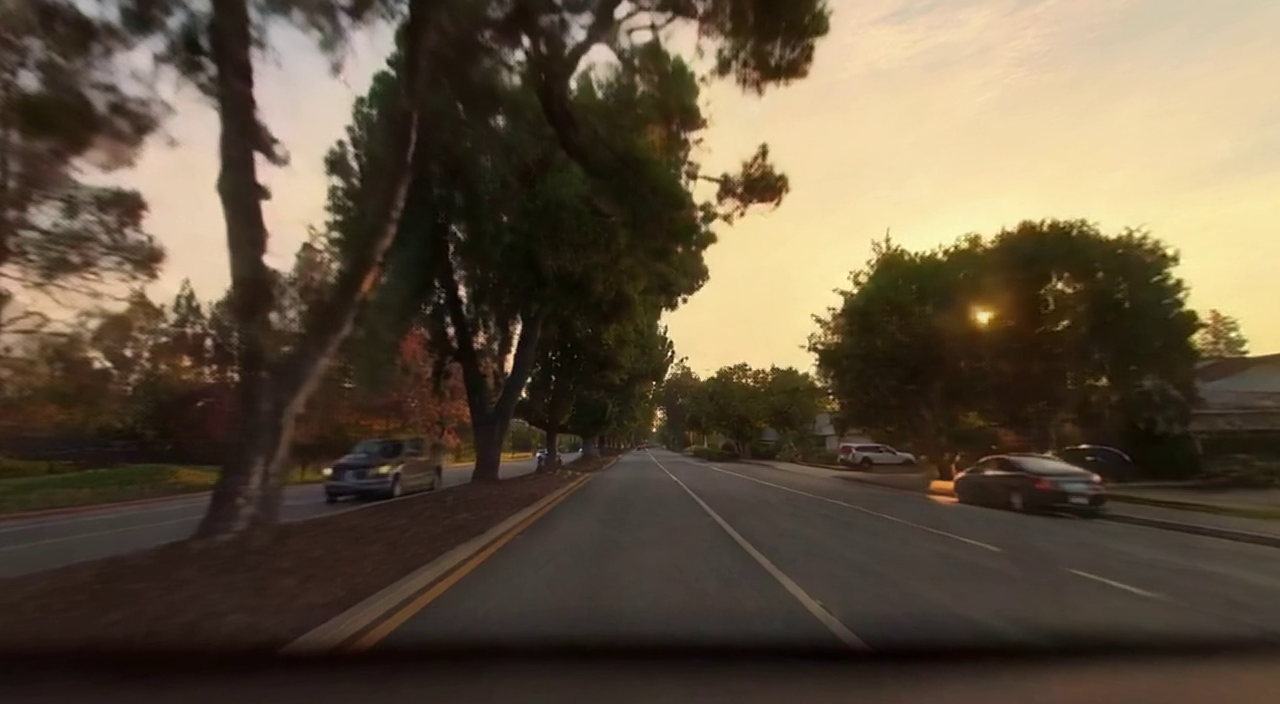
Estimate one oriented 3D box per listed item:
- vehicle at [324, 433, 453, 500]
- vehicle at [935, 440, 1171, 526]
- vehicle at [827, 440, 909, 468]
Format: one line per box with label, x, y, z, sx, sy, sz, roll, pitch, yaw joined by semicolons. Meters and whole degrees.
vehicle;-7.571;3.483;19.606;2.019;1.819;4.897;0;-9;-1
vehicle;8.406;2.658;13.429;1.940;1.516;4.319;0;-9;-3
vehicle;14.259;6.413;39.570;4.386;1.711;1.929;0;-8;0
